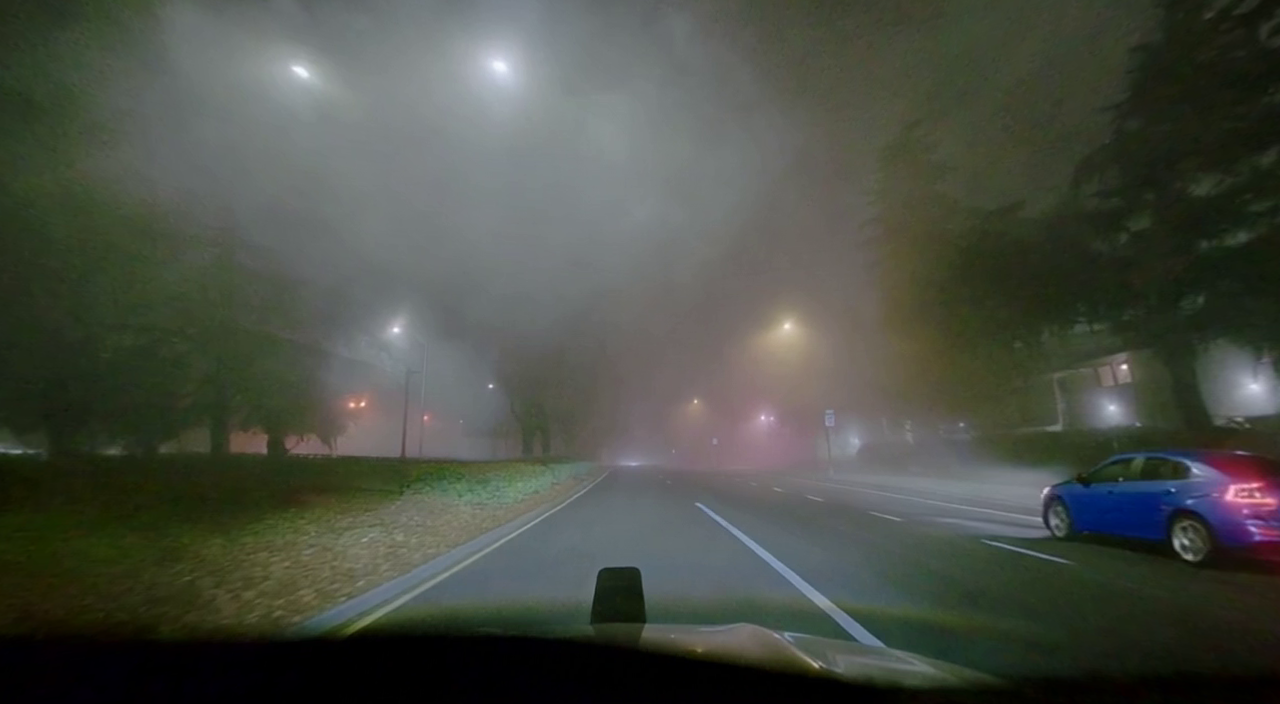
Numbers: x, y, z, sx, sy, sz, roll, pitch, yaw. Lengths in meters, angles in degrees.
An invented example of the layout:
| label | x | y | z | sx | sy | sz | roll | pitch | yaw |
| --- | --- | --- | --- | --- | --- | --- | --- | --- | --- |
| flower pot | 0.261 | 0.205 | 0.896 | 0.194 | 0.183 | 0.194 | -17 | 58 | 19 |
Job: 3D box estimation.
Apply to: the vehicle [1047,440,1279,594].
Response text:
| label | x | y | z | sx | sy | sz | roll | pitch | yaw |
| --- | --- | --- | --- | --- | --- | --- | --- | --- | --- |
| vehicle | 7.250 | 1.910 | 8.029 | 1.797 | 1.518 | 3.433 | 0 | -9 | -1 |
